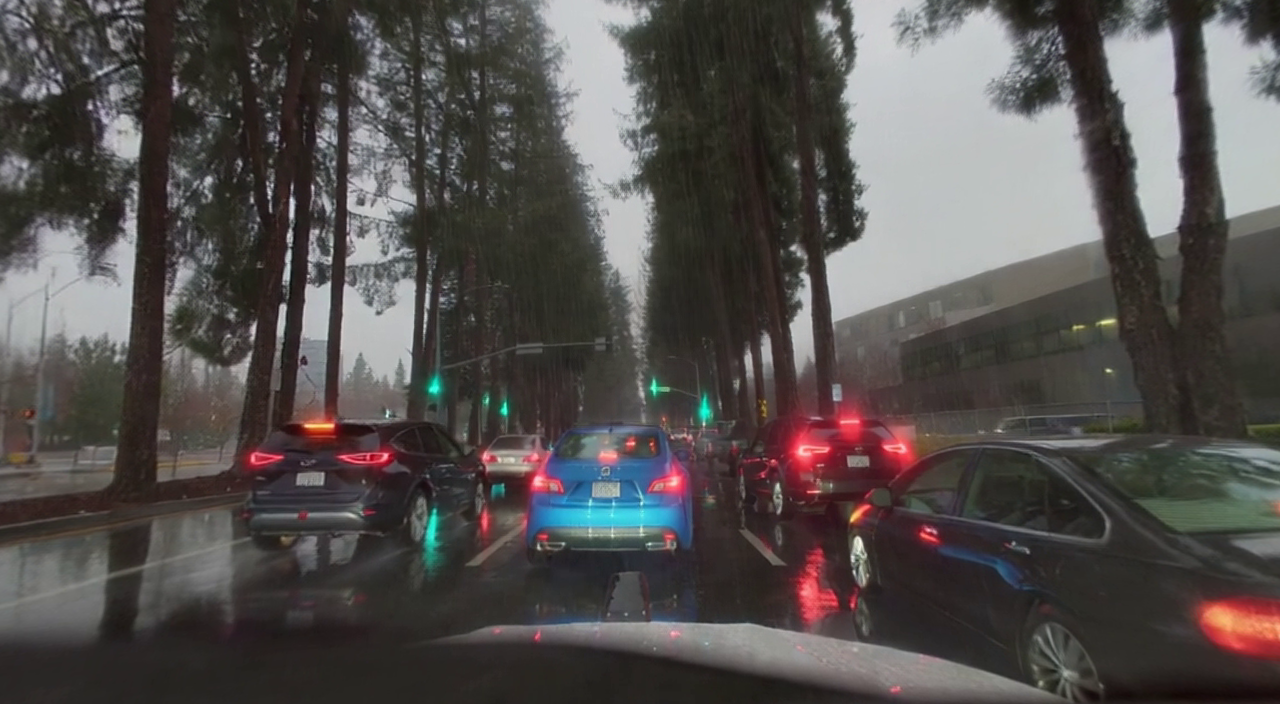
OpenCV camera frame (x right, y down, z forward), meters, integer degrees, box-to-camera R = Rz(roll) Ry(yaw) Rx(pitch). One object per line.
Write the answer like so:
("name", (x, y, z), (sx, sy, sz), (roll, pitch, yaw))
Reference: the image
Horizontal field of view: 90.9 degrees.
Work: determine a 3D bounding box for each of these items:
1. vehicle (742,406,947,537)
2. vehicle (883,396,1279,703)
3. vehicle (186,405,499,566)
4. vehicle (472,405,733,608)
("vehicle", (3.342, 2.084, 11.537), (2.117, 1.879, 4.715), (0, -8, -1))
("vehicle", (3.244, 1.070, 3.397), (2.045, 1.459, 4.462), (0, -8, -1))
("vehicle", (-3.750, 1.788, 9.248), (2.141, 1.718, 4.809), (0, -8, 1))
("vehicle", (-0.352, 1.585, 7.420), (2.114, 1.631, 4.459), (0, -8, -1))
